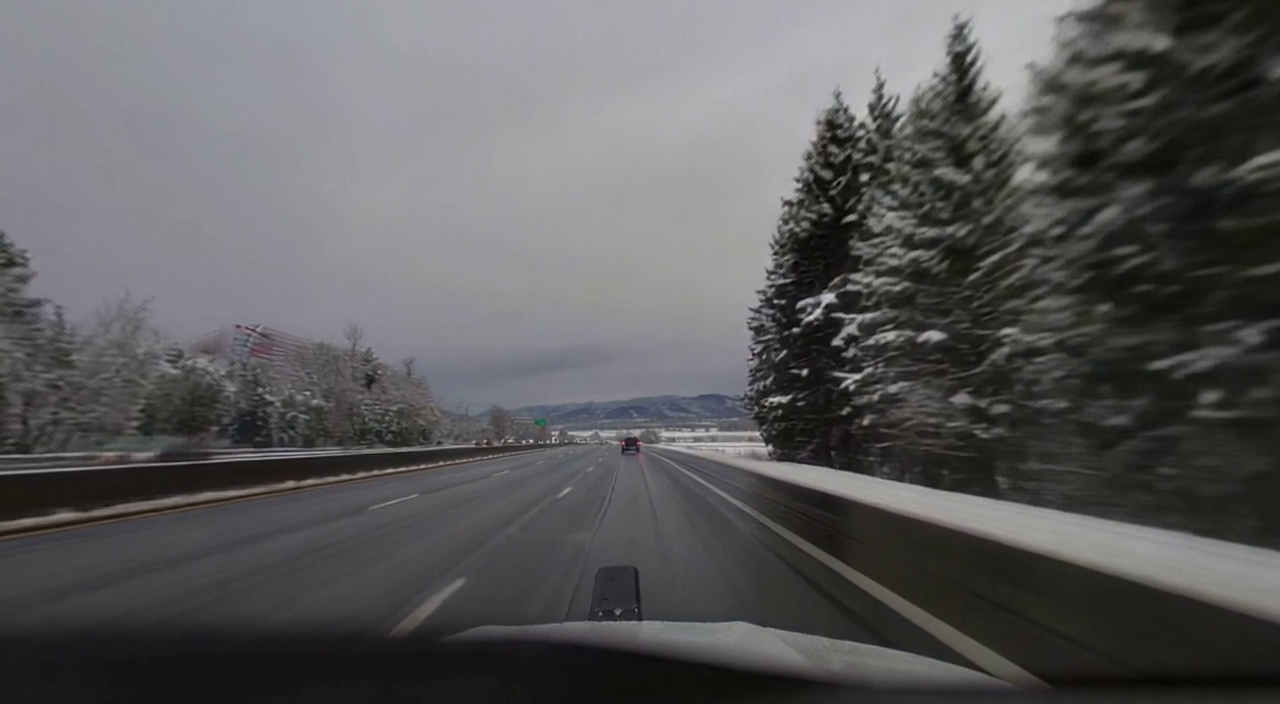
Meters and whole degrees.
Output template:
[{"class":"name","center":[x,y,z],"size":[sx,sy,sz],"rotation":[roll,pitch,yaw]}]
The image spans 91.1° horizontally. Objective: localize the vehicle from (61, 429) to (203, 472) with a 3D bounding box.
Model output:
[{"class":"vehicle","center":[-19.656,3.808,24.626],"size":[1.915,1.527,4.409],"rotation":[0,-8,-1]}]
